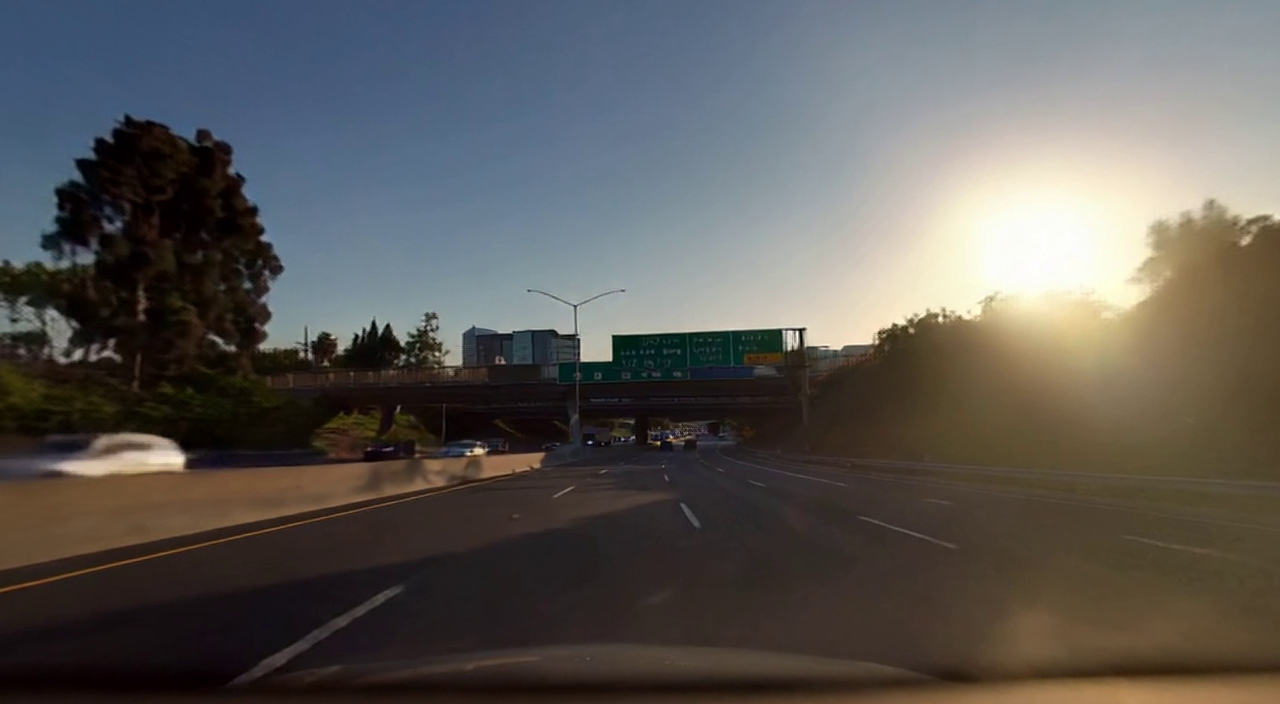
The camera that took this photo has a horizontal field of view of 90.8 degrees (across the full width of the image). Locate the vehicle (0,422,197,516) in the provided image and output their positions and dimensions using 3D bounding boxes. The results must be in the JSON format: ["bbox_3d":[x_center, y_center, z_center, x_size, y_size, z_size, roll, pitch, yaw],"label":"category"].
[{"bbox_3d":[-12.094,2.439,13.582,1.908,1.673,4.368,0,-9,0],"label":"vehicle"}]

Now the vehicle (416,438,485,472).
[{"bbox_3d":[-9.447,5.167,31.928,2.063,1.553,4.370,0,-9,1],"label":"vehicle"}]

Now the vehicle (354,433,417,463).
[{"bbox_3d":[-18.846,7.130,47.076,2.235,2.061,5.495,0,-9,2],"label":"vehicle"}]
